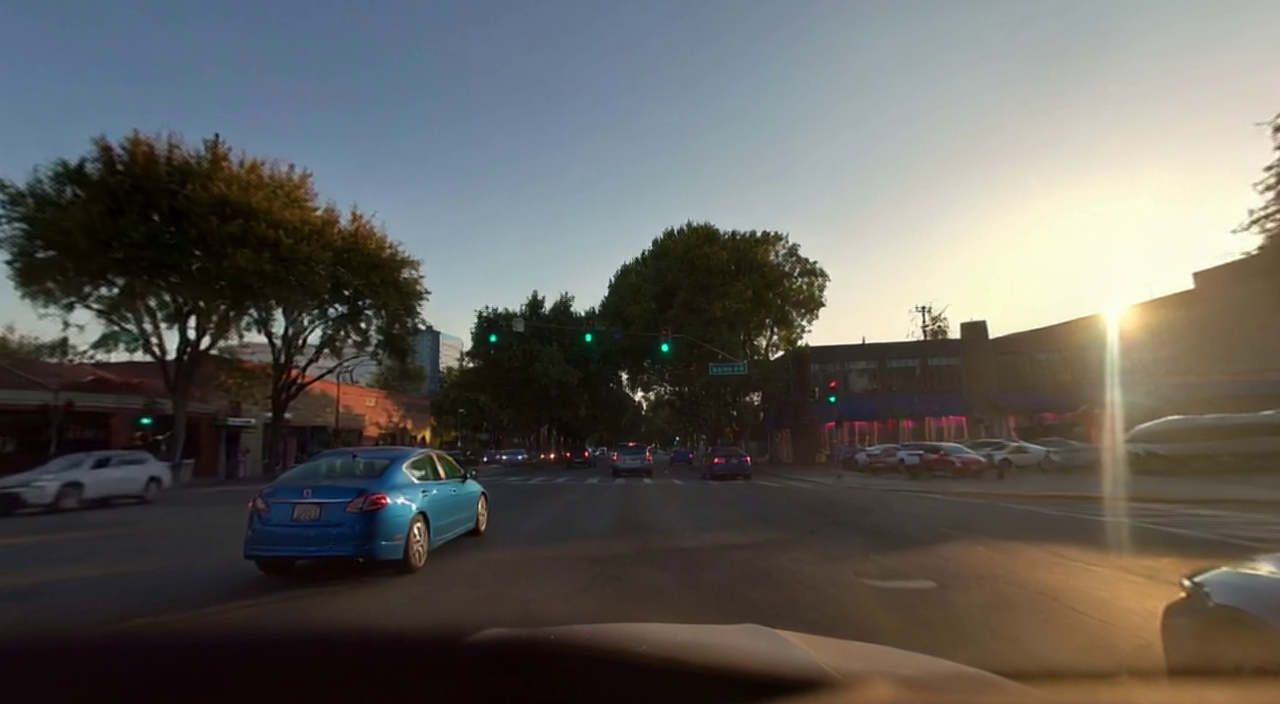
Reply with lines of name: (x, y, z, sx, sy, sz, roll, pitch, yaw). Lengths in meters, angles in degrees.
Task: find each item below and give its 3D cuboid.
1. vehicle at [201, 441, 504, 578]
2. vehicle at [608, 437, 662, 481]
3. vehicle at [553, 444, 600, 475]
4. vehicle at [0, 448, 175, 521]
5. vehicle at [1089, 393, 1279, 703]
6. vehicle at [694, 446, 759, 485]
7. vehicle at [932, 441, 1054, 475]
vehicle: (-3.372, 1.904, 8.435, 2.115, 1.369, 3.908, 0, -9, 2)
vehicle: (-0.195, 5.021, 29.848, 2.361, 1.898, 4.465, 0, -9, 0)
vehicle: (-3.494, 6.011, 35.401, 2.130, 1.645, 3.995, 0, -9, 1)
vehicle: (-16.439, 3.712, 18.351, 2.134, 1.822, 4.707, 0, -9, 0)
vehicle: (3.265, 0.681, 0.850, 2.052, 1.475, 4.540, 0, -9, 2)
vehicle: (3.513, 4.668, 26.325, 2.058, 1.472, 4.317, 0, -9, -1)
vehicle: (16.141, 4.874, 29.024, 4.407, 1.492, 1.930, 0, -9, 2)
